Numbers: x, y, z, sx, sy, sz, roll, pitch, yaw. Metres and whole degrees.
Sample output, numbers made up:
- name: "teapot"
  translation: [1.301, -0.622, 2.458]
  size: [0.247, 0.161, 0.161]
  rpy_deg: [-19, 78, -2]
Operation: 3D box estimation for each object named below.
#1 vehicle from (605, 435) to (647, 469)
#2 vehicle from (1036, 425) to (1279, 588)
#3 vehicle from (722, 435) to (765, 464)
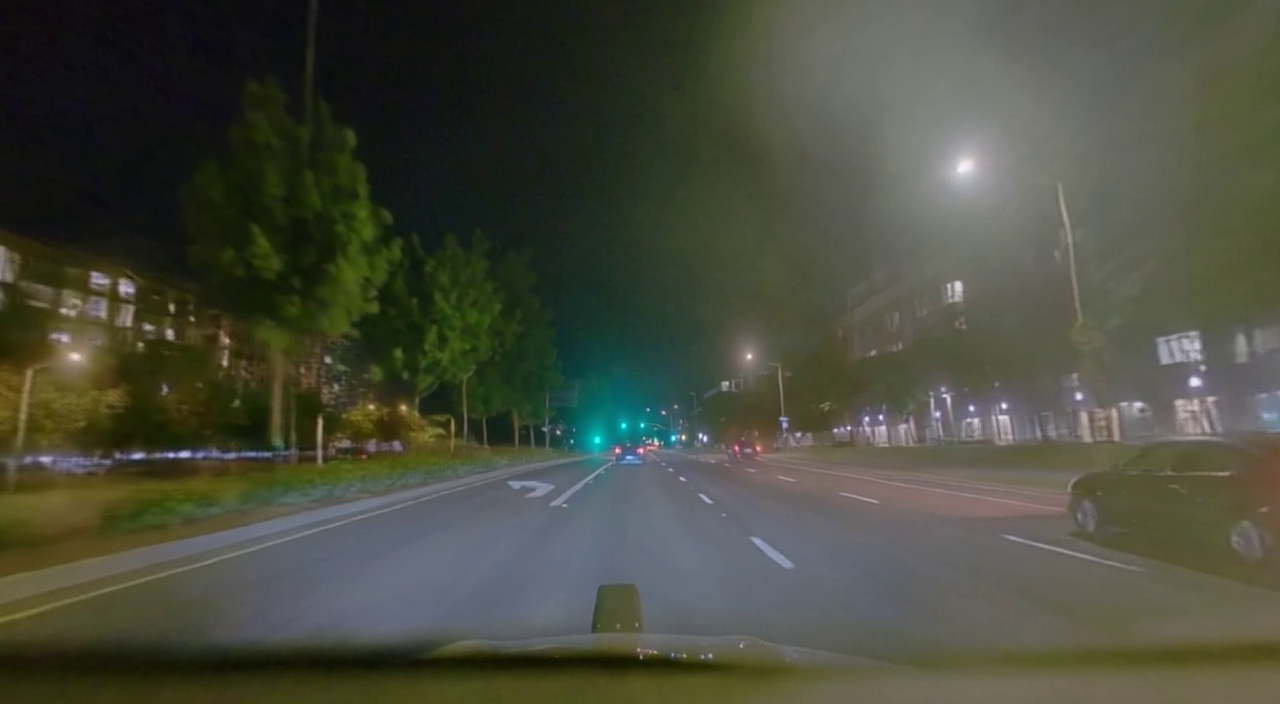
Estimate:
- name: "vehicle"
  translation: [-0.696, 5.568, 35.365]
  size: [2.193, 1.794, 4.457]
  rpy_deg: [0, -8, 0]
- name: "vehicle"
  translation: [6.902, 1.591, 7.034]
  size: [2.139, 1.471, 4.393]
  rpy_deg: [0, -8, 0]
- name: "vehicle"
  translation: [6.769, 6.448, 41.907]
  size: [2.026, 1.804, 4.565]
  rpy_deg: [0, -8, -1]
